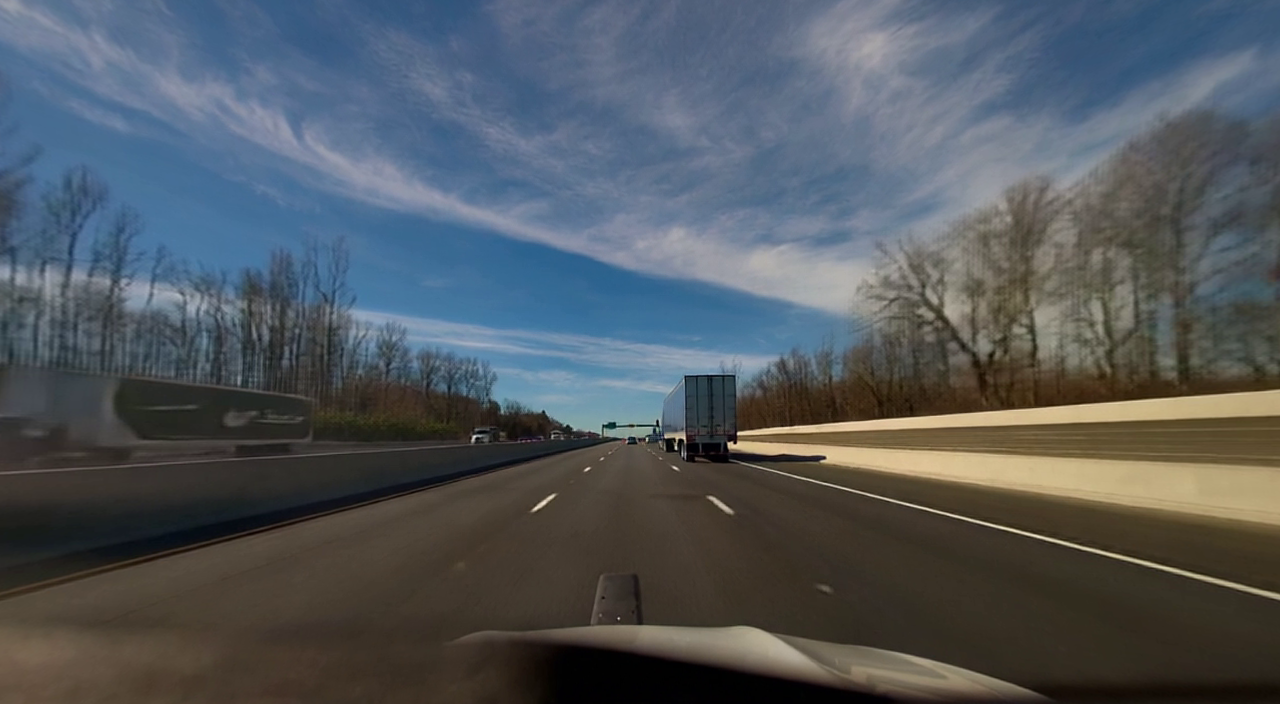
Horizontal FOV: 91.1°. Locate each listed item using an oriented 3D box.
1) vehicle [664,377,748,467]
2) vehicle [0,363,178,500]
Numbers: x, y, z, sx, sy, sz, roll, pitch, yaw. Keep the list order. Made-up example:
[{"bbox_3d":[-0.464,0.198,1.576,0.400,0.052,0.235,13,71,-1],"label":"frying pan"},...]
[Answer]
[{"bbox_3d":[3.398,4.244,37.161,2.979,4.161,15.508,1,-7,-1],"label":"vehicle"},{"bbox_3d":[-20.138,2.775,22.203,2.877,4.178,5.690,0,-7,3],"label":"vehicle"}]
